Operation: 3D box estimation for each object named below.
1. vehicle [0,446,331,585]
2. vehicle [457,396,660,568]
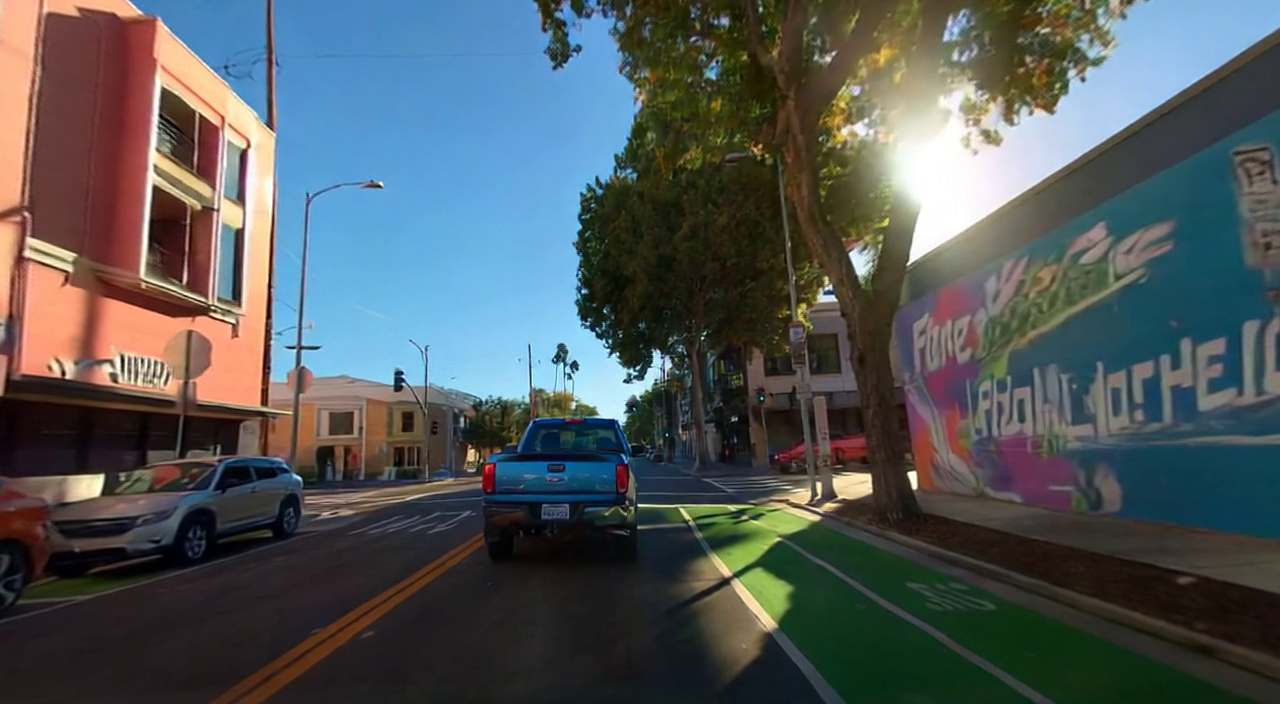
[{"bbox_3d":[-7.441,2.480,10.686,1.884,1.730,5.076,0,-8,-1],"label":"vehicle"},{"bbox_3d":[-0.893,1.766,9.320,2.215,1.882,4.611,0,-8,0],"label":"vehicle"}]
